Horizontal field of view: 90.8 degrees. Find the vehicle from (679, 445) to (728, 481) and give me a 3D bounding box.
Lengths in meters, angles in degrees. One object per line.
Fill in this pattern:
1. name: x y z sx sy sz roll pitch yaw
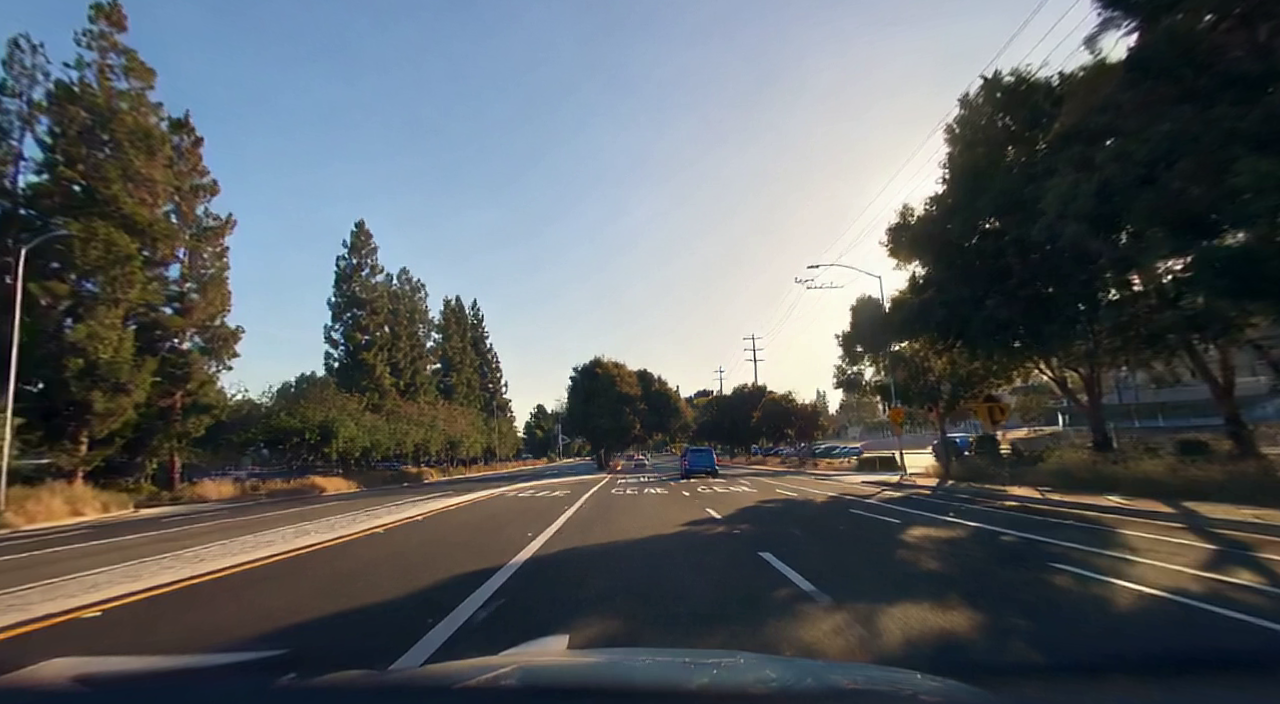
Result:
1. vehicle: 3.421 6.061 34.879 2.086 1.803 4.607 0 -9 -1
